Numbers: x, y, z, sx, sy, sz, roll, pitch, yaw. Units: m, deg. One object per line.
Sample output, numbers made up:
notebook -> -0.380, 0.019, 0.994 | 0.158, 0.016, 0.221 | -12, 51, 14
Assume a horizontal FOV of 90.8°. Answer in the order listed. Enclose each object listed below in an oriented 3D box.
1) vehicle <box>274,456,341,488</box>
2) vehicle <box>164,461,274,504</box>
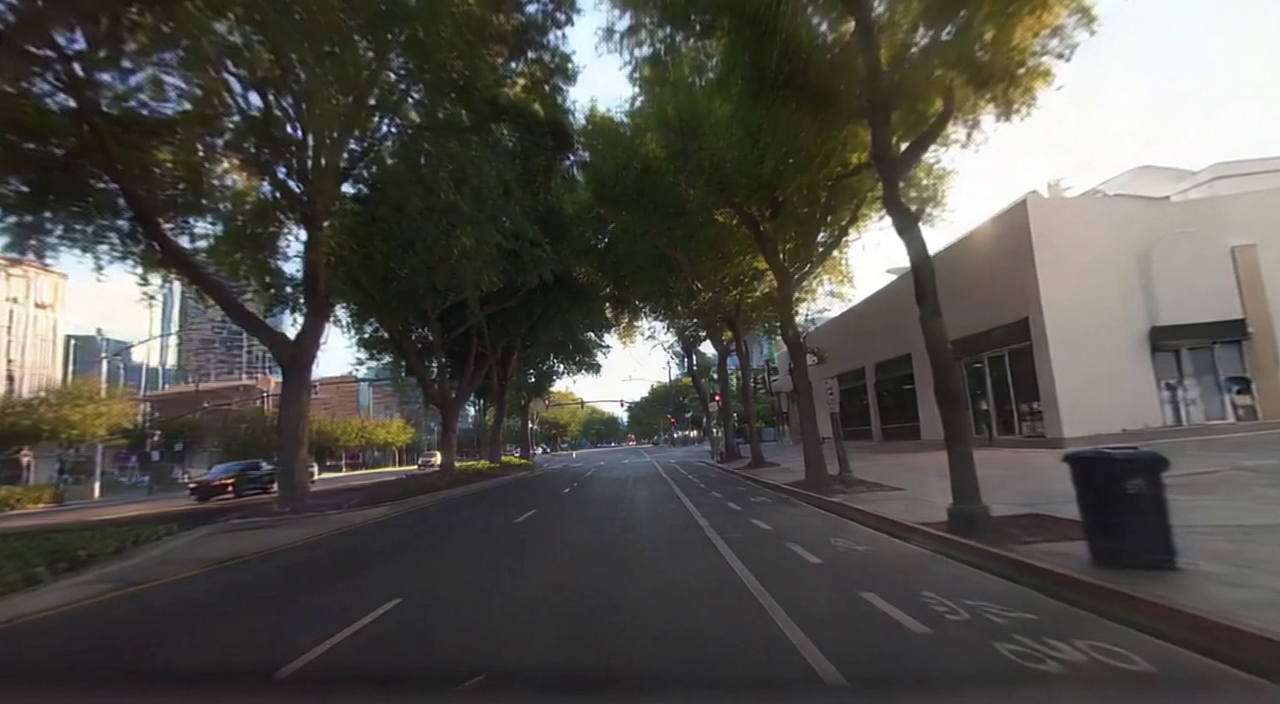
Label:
vehicle -> -23.723, 8.535, 45.326 | 2.316, 2.060, 4.631 | 0, -9, -1
vehicle -> -19.652, 6.087, 29.769 | 2.223, 1.728, 4.250 | 0, -9, -1
